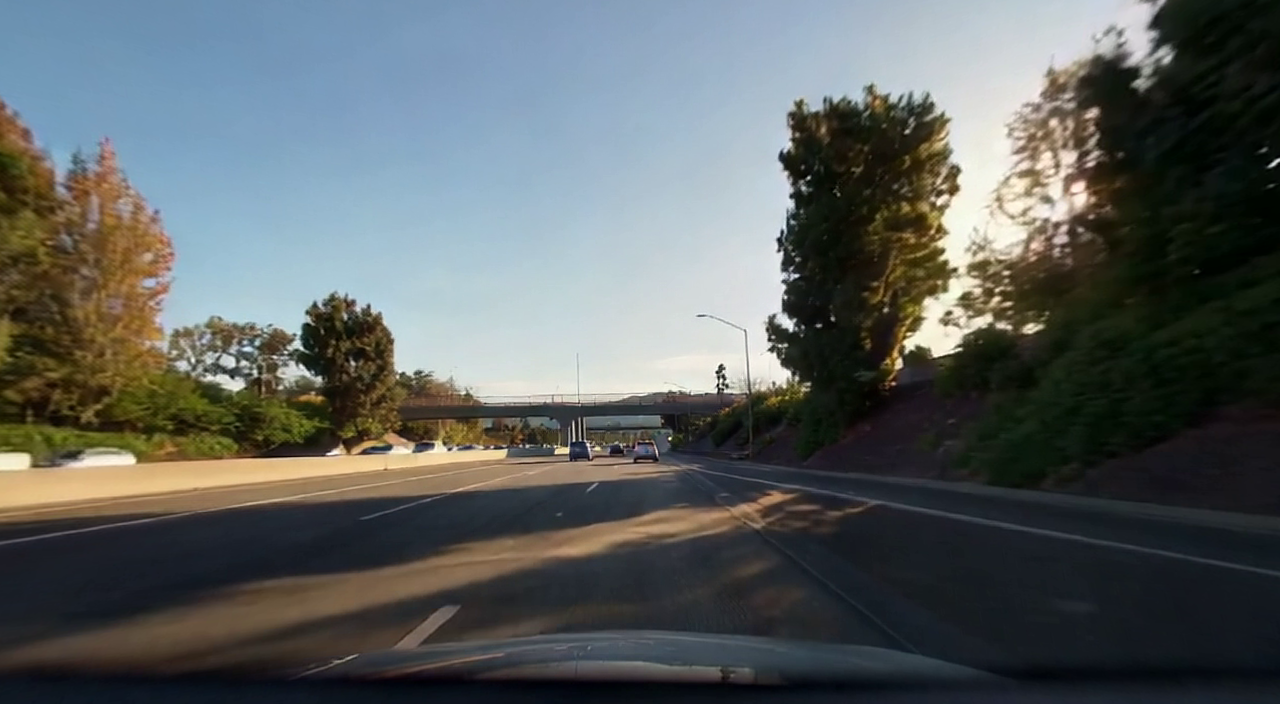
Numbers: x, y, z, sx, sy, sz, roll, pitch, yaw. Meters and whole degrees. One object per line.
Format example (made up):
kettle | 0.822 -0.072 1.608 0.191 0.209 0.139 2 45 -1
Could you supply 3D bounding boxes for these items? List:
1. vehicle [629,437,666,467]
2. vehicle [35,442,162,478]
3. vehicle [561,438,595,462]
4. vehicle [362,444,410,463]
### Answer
vehicle | 0.437 5.914 37.362 2.010 1.637 4.940 0 -8 1
vehicle | -23.543 4.680 27.671 1.814 1.455 4.188 0 -8 0
vehicle | -4.771 7.613 49.204 2.091 1.749 4.271 0 -8 2
vehicle | -19.902 7.965 49.594 1.915 1.439 4.467 0 -8 0
